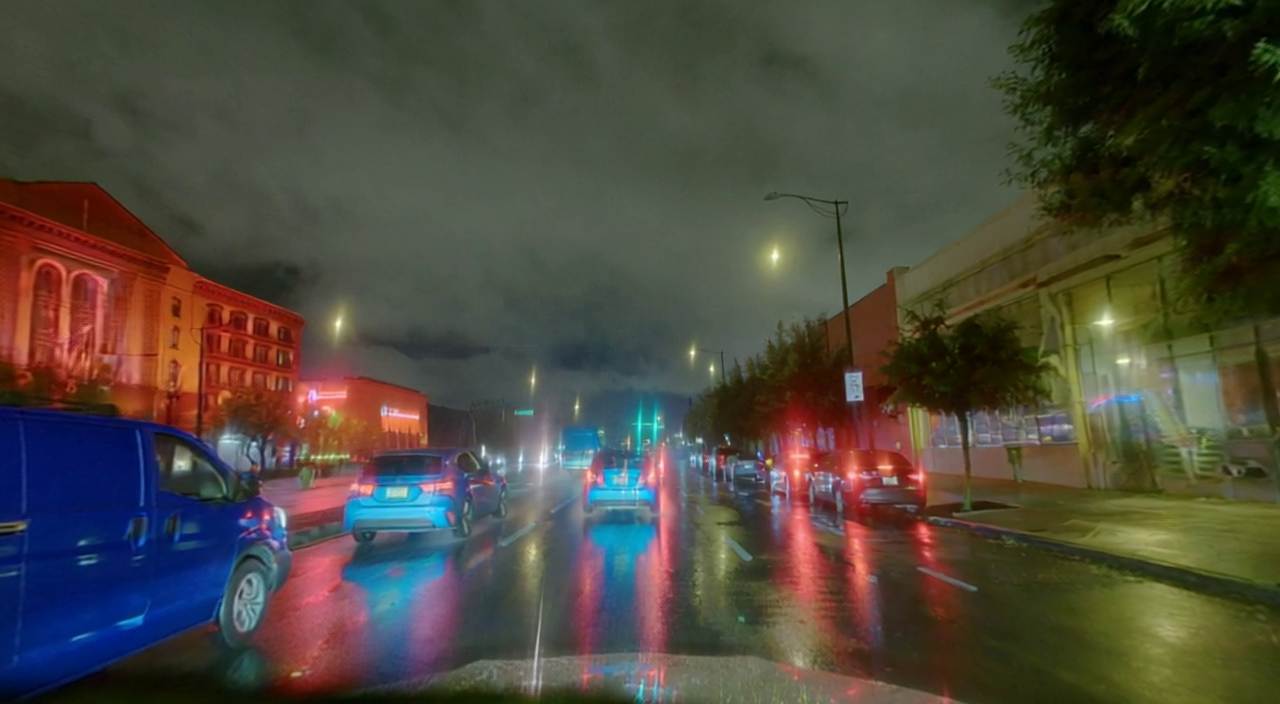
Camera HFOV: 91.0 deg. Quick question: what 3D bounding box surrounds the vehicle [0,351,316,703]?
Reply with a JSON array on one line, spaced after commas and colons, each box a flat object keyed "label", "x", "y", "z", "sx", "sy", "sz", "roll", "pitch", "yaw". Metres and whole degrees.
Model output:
[{"label": "vehicle", "x": -3.727, "y": 0.893, "z": 2.658, "sx": 2.140, "sy": 1.768, "sz": 4.685, "roll": 0, "pitch": -8, "yaw": 1}]

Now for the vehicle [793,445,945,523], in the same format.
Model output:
[{"label": "vehicle", "x": 4.905, "y": 2.848, "z": 14.195, "sx": 1.832, "sy": 1.491, "sz": 4.054, "roll": 0, "pitch": -8, "yaw": -1}]

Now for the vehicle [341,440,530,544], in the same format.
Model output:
[{"label": "vehicle", "x": -3.519, "y": 2.474, "z": 11.887, "sx": 1.995, "sy": 1.554, "sz": 4.426, "roll": 0, "pitch": -8, "yaw": 1}]

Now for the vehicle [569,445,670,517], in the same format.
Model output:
[{"label": "vehicle", "x": -0.435, "y": 3.064, "z": 15.533, "sx": 2.152, "sy": 1.518, "sz": 4.113, "roll": 0, "pitch": -8, "yaw": 0}]
